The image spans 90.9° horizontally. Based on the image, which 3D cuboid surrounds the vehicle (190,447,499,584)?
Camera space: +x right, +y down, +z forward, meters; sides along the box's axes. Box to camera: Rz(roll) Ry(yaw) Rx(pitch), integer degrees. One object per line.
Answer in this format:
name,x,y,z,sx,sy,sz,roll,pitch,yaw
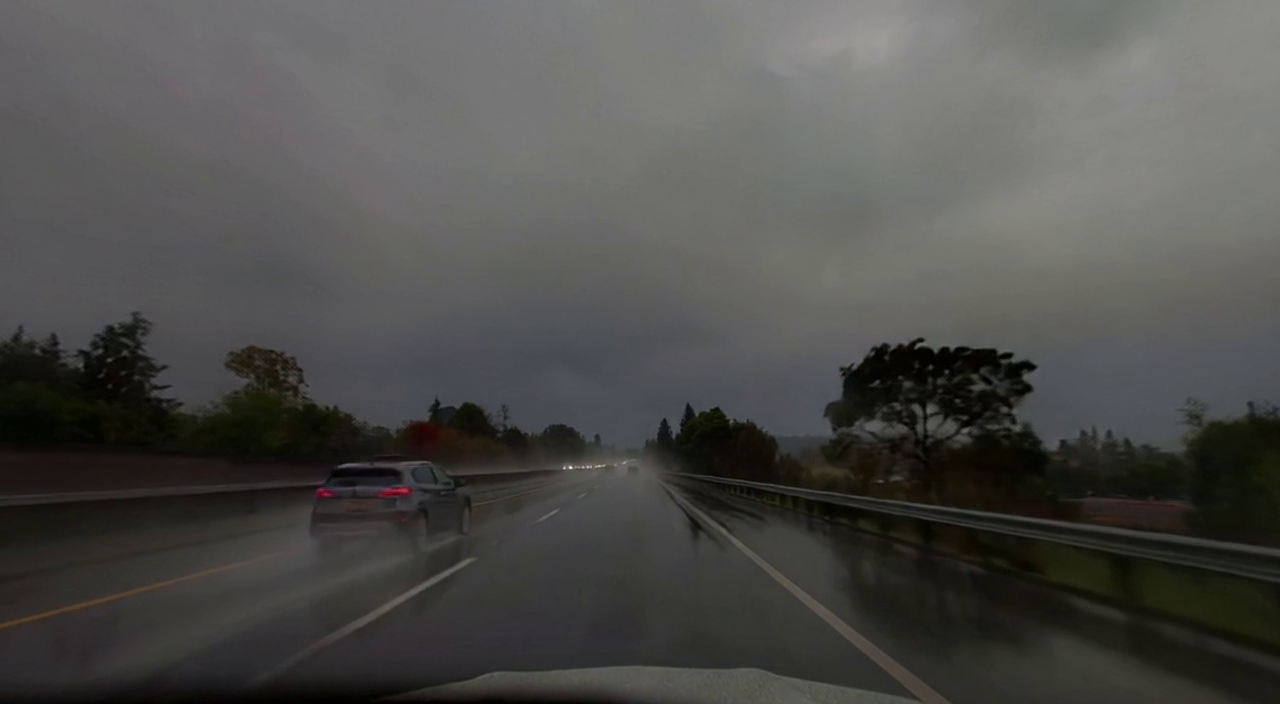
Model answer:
vehicle,-3.818,2.264,9.484,2.146,1.441,5.020,1,-10,1
